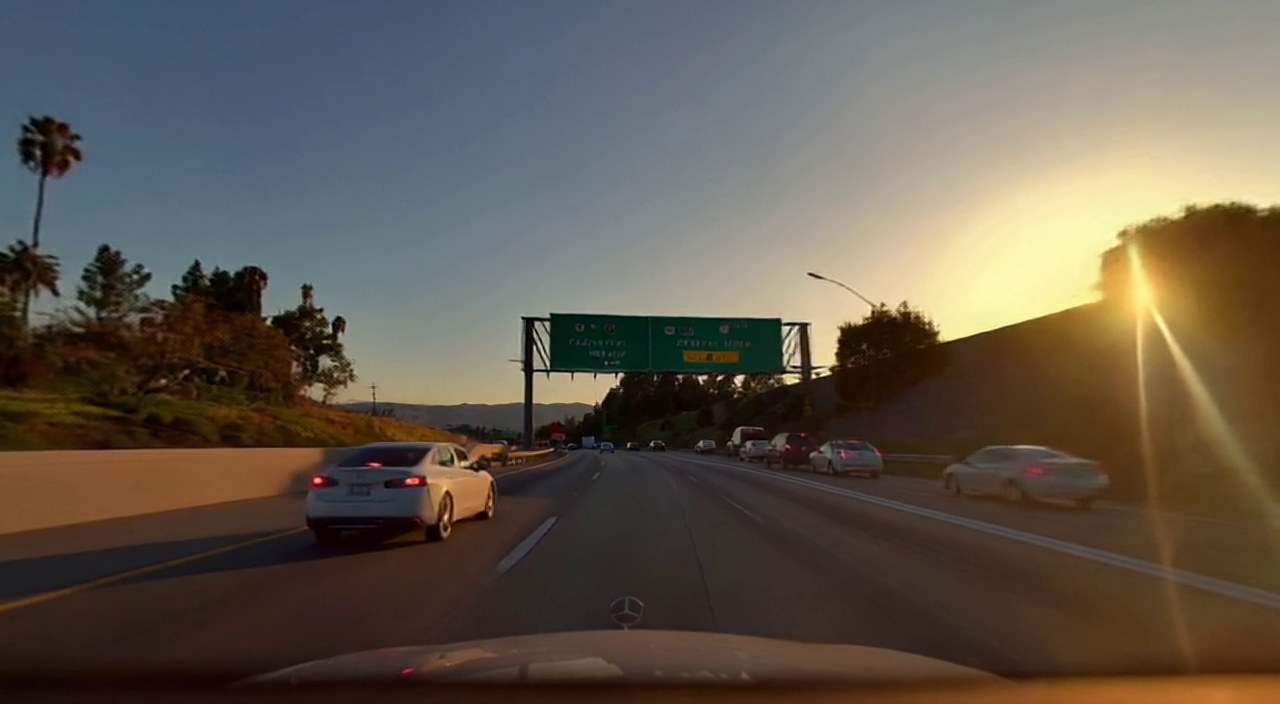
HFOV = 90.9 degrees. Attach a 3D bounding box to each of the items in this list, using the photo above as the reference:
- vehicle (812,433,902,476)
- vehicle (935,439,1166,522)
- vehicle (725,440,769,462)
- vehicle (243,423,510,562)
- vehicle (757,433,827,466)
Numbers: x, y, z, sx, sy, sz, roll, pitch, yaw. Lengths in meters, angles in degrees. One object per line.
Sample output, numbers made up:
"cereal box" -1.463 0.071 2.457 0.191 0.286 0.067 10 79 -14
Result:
"vehicle" 8.774 4.164 25.932 1.957 1.584 4.272 0 -8 -3
"vehicle" 8.531 2.661 13.726 1.984 1.477 4.385 0 -8 -1
"vehicle" 7.913 7.382 47.199 2.052 1.468 5.333 0 -8 -3
"vehicle" -3.405 1.889 9.251 2.109 1.536 4.174 0 -8 0
"vehicle" 8.213 5.363 34.744 2.345 1.637 5.558 0 -8 -2
